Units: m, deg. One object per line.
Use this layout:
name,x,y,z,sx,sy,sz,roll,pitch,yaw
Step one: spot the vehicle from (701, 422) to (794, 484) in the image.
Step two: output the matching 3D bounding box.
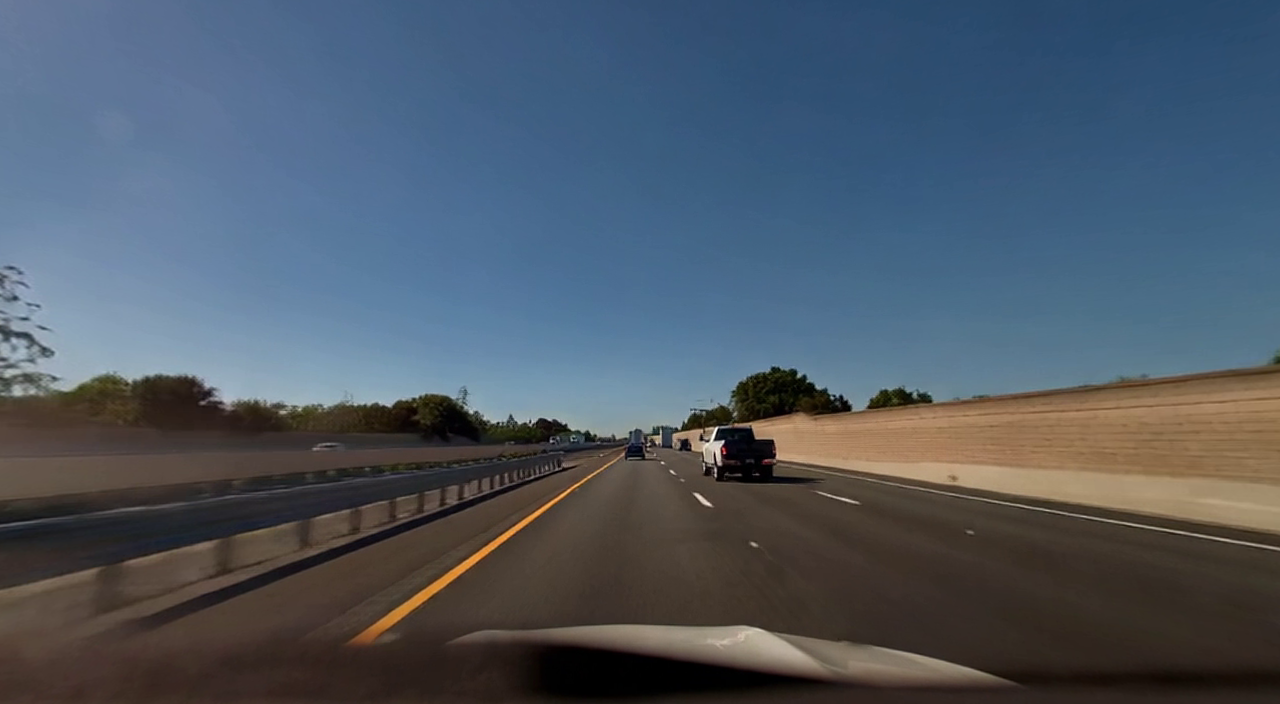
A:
vehicle,3.449,3.396,21.251,2.269,1.839,4.554,0,-9,-1

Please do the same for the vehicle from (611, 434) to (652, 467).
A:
vehicle,-0.434,5.442,34.745,2.142,1.664,4.076,0,-9,0
